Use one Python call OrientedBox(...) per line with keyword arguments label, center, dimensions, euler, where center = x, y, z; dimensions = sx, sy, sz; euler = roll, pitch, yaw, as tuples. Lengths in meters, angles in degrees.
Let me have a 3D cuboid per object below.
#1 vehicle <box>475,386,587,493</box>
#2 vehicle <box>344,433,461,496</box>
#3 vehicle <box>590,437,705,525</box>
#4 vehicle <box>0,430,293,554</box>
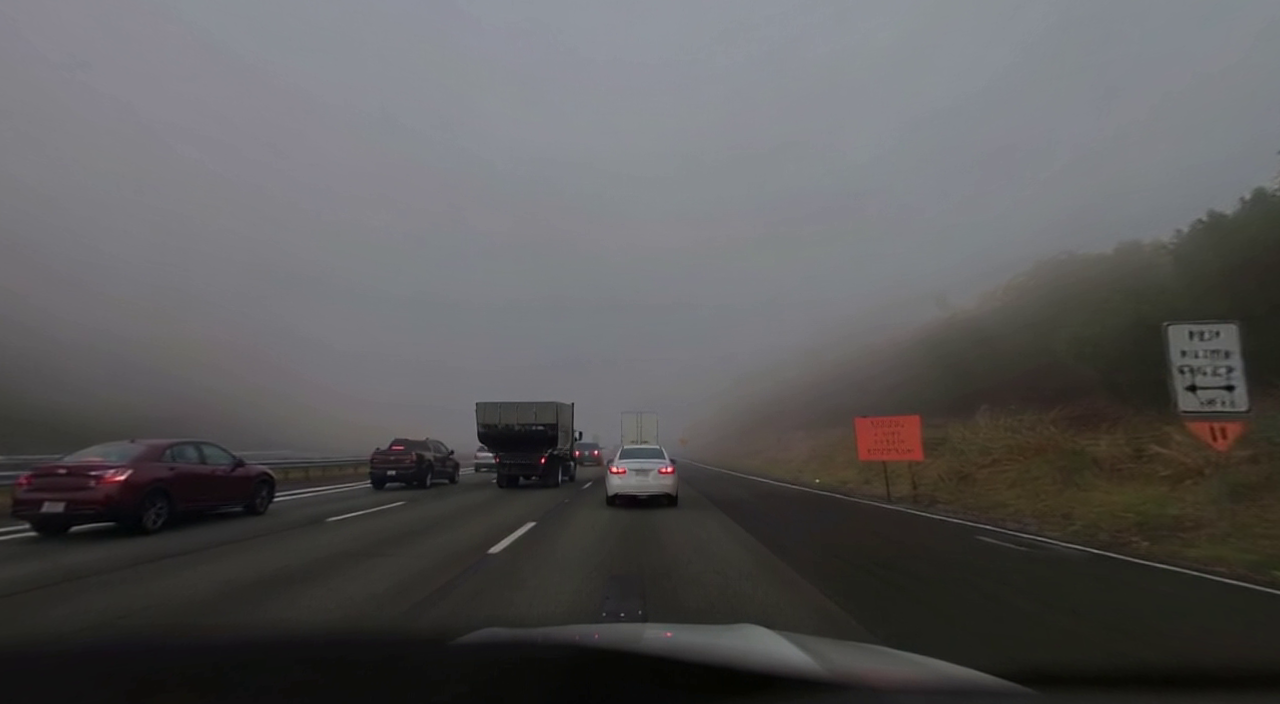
OrientedBox(label="vehicle", center=(-3.744, 3.311, 23.615), dimensions=(2.812, 3.342, 7.248), euler=(0, -9, 1))
OrientedBox(label="vehicle", center=(-7.342, 3.525, 20.051), dimensions=(1.952, 1.746, 4.332), euler=(-1, -9, 1))
OrientedBox(label="vehicle", center=(0.088, 2.521, 12.769), dimensions=(1.995, 1.495, 3.380), euler=(0, -9, -1))
OrientedBox(label="vehicle", center=(-7.906, 2.115, 10.228), dimensions=(1.879, 1.521, 4.623), euler=(-1, -9, 1))
